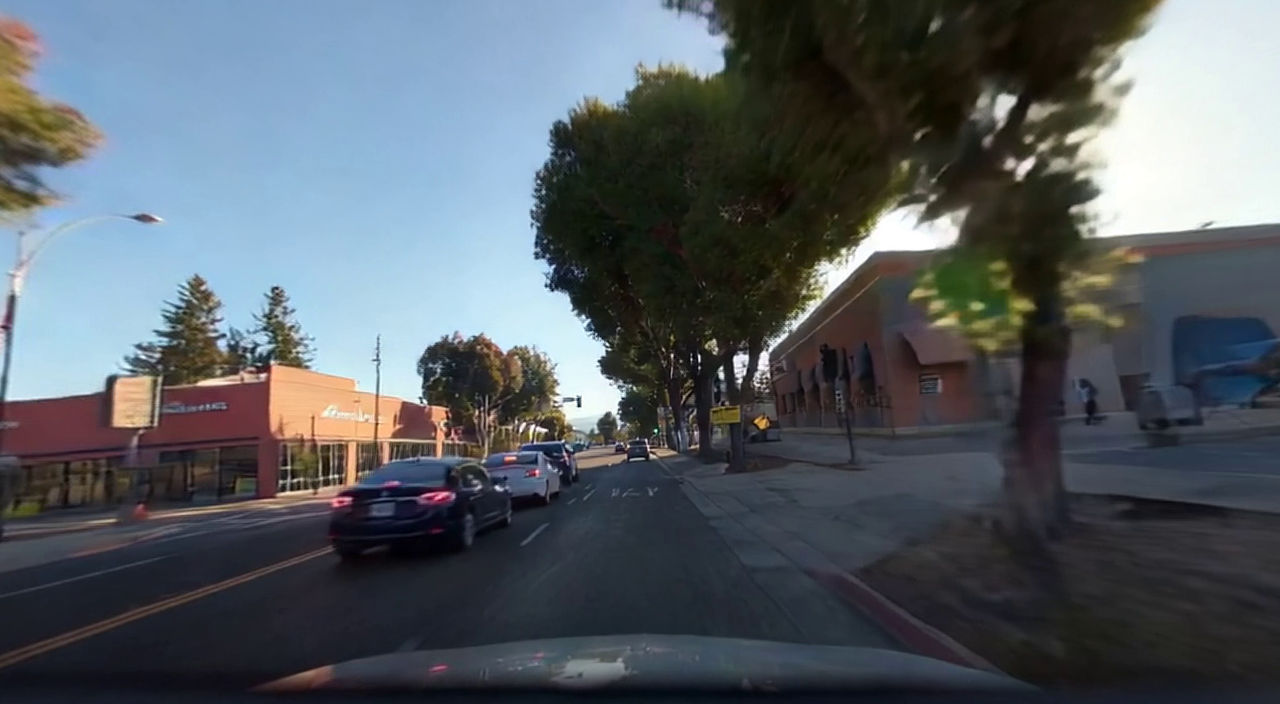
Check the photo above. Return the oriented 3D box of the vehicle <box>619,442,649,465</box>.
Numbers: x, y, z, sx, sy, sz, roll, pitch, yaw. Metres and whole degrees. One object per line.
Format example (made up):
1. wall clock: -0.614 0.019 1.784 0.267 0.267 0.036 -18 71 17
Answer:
1. vehicle: -0.473 7.077 44.191 2.020 1.478 3.922 0 -8 -2

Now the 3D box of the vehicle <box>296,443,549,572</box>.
1. vehicle: -2.786 2.101 9.444 2.099 1.424 4.609 0 -8 1
